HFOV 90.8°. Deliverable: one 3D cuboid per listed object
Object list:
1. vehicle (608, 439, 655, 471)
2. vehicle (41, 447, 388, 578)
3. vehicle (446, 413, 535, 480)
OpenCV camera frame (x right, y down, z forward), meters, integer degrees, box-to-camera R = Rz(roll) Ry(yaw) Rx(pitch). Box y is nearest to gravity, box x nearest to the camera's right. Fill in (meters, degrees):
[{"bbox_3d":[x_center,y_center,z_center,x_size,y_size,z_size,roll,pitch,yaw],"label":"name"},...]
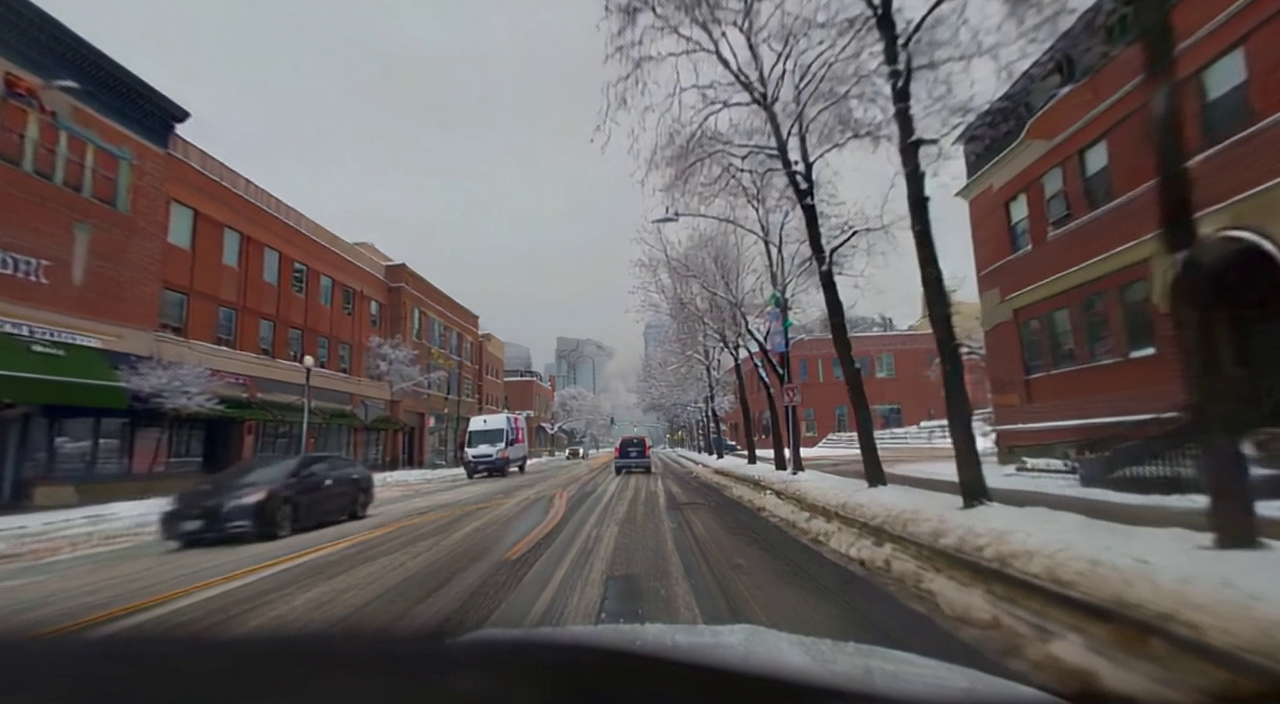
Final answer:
[{"bbox_3d":[-0.369,5.540,34.092,2.356,1.572,4.810,0,-8,1],"label":"vehicle"},{"bbox_3d":[-5.837,2.193,9.570,2.039,1.484,4.391,-1,-8,3],"label":"vehicle"},{"bbox_3d":[-7.542,4.905,32.935,2.754,3.065,7.103,0,-8,1],"label":"vehicle"}]
